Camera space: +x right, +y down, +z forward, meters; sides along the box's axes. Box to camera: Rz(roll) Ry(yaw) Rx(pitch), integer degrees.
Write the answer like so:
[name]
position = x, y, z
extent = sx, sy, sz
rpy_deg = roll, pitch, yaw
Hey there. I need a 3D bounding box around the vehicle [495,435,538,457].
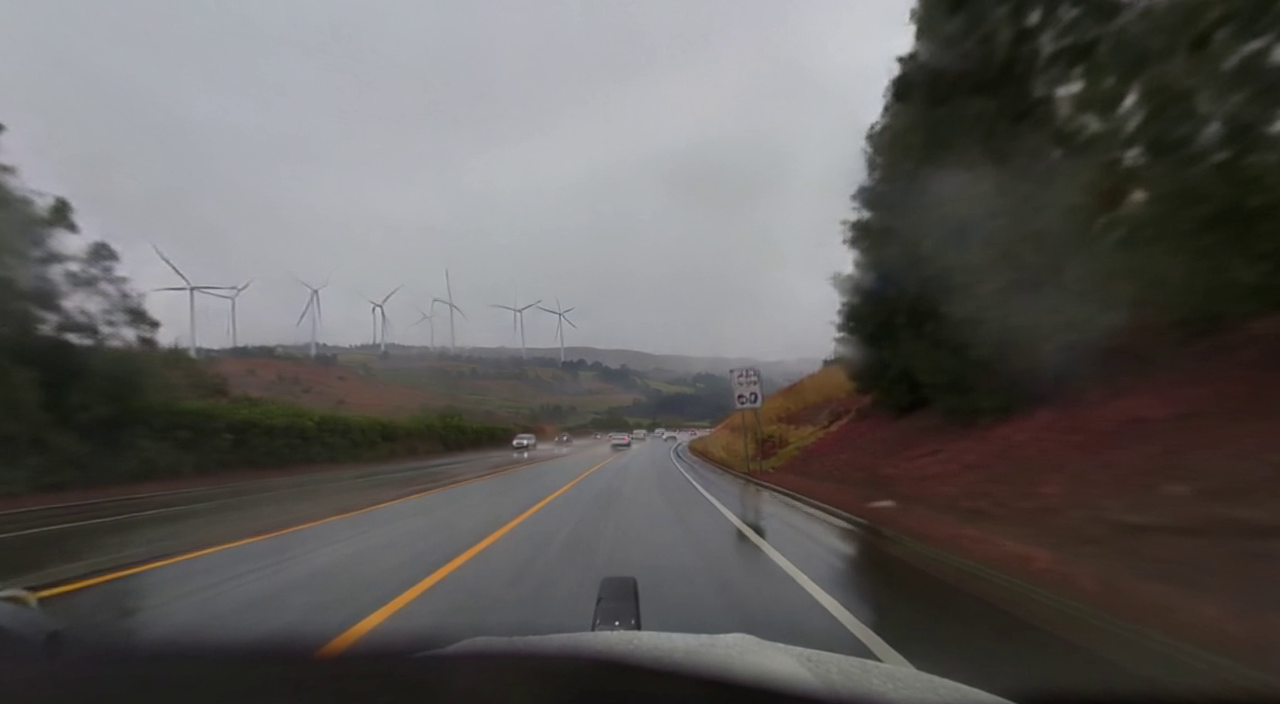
[vehicle]
position = -9.013, 6.851, 46.185
extent = 1.917, 1.475, 4.700
rpy_deg = 0, -8, 4
